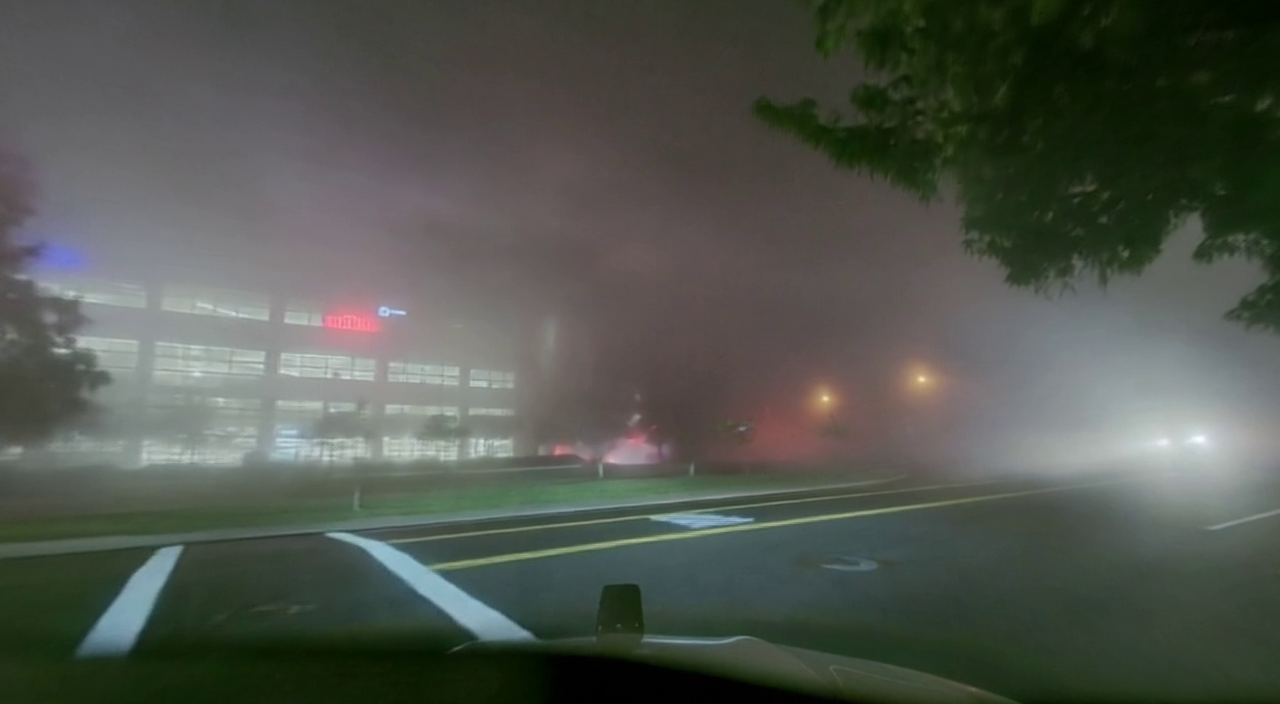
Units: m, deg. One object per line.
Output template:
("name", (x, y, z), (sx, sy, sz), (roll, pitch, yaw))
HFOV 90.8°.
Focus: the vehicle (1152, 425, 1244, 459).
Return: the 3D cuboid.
("vehicle", (26.615, 4.287, 30.100), (4.433, 1.465, 1.926), (5, -10, -31))
